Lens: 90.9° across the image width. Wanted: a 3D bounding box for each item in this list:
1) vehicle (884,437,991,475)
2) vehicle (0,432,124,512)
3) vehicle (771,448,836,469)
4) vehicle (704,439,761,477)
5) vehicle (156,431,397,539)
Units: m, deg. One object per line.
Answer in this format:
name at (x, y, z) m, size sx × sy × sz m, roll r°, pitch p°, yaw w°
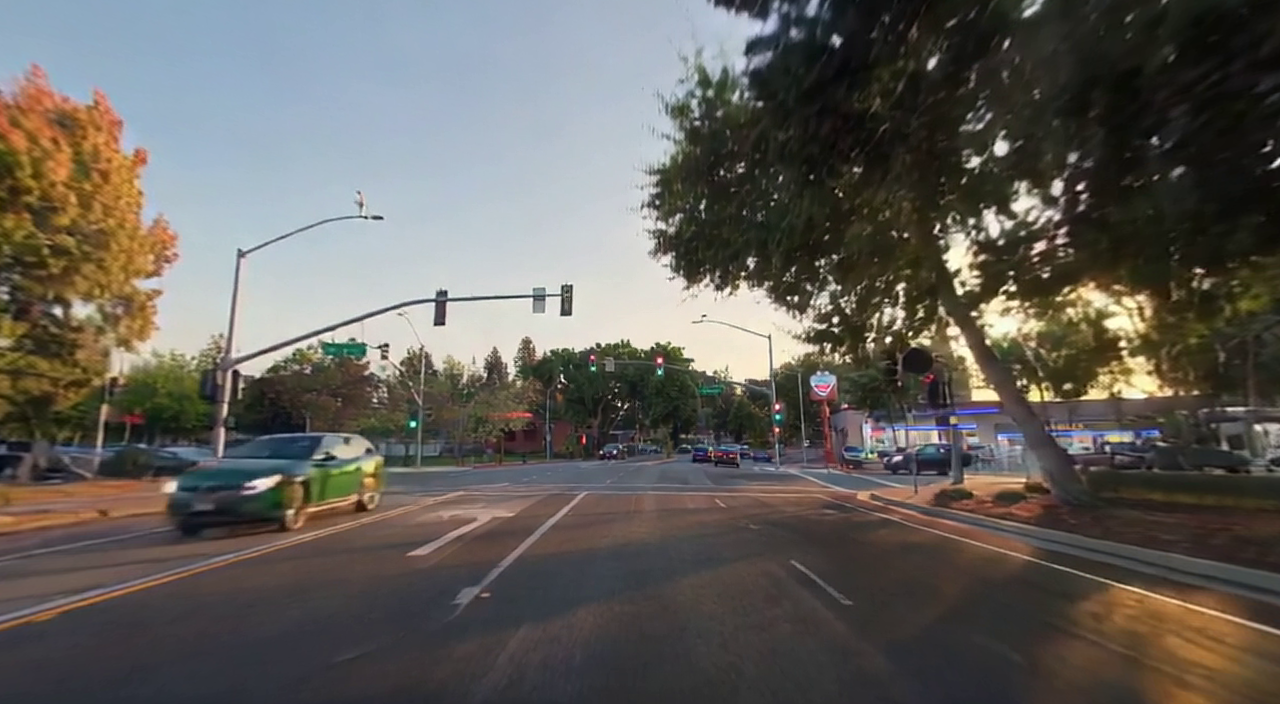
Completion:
vehicle at (16.228, 5.680, 34.616) m, size 4.713 × 1.969 × 2.201 m, roll 0°, pitch -9°, yaw 0°
vehicle at (-17.111, 3.112, 16.667) m, size 5.006 × 1.942 × 2.246 m, roll 0°, pitch -9°, yaw 4°
vehicle at (12.213, 7.975, 47.238) m, size 1.938 × 1.466 × 4.434 m, roll 7°, pitch -11°, yaw -37°
vehicle at (4.461, 5.207, 31.088) m, size 2.311 × 1.715 × 4.287 m, roll 0°, pitch -9°, yaw 3°
vehicle at (-6.000, 2.206, 11.046) m, size 2.052 × 1.543 × 3.719 m, roll 0°, pitch -9°, yaw -2°
